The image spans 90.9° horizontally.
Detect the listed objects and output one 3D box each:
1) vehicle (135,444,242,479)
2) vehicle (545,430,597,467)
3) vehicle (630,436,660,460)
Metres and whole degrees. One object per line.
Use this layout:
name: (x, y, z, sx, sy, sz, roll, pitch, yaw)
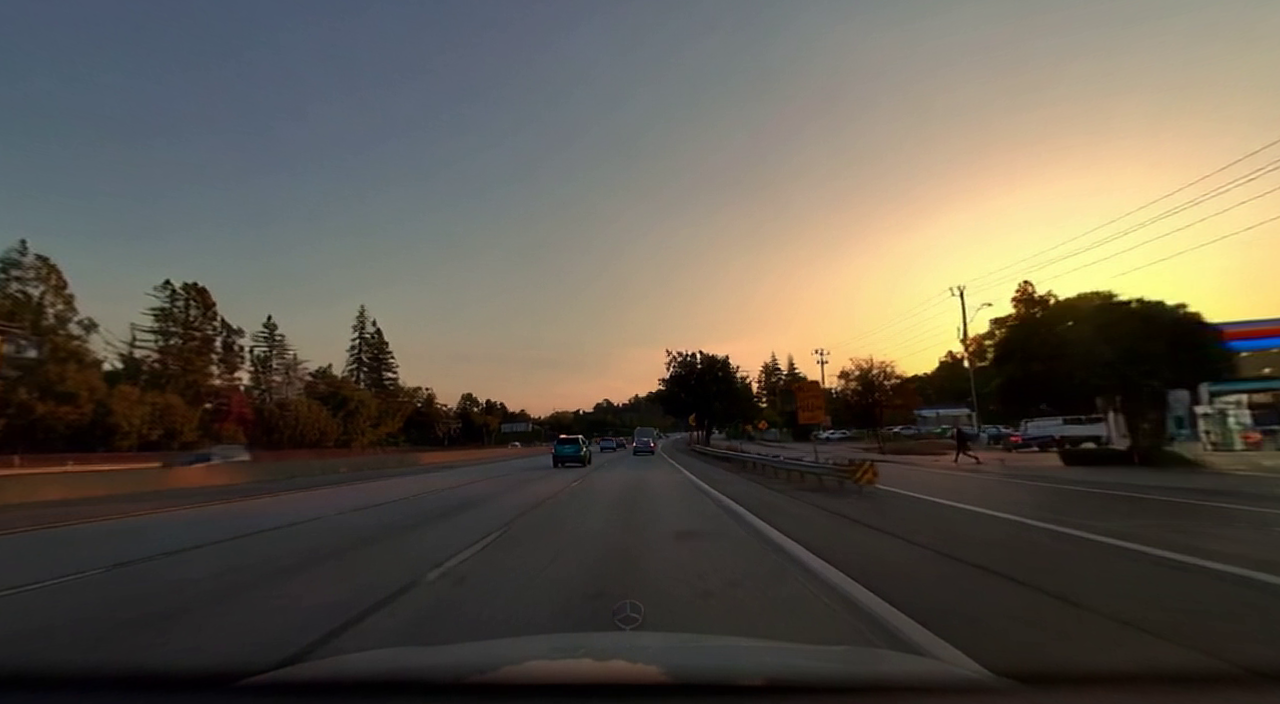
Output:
vehicle: (-20.377, 4.933, 28.707, 1.849, 1.481, 4.051, 0, -8, 0)
vehicle: (-3.771, 5.383, 35.266, 2.273, 1.884, 4.515, 0, -8, 1)
vehicle: (0.301, 6.579, 43.343, 1.982, 1.524, 3.800, 0, -8, -1)
